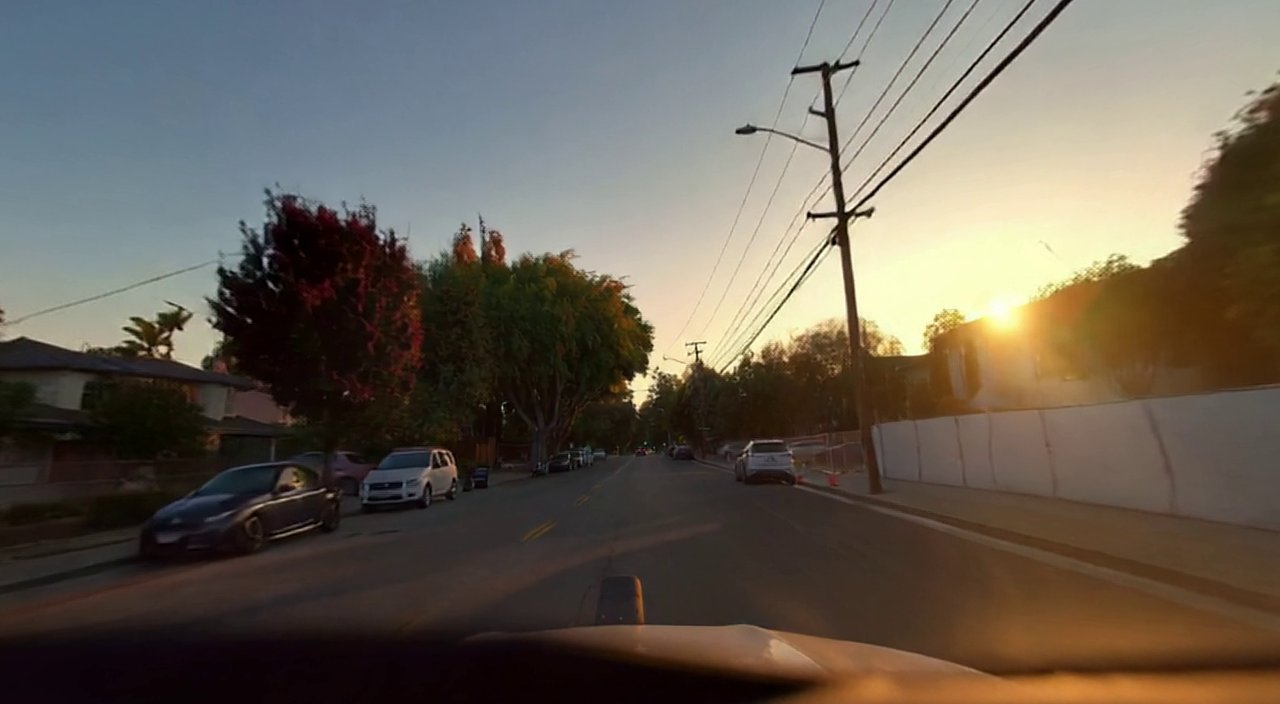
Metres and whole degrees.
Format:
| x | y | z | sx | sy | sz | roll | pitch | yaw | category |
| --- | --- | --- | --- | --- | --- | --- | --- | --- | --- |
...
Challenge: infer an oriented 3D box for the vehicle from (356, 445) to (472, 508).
| x | y | z | sx | sy | sz | roll | pitch | yaw | category |
| --- | --- | --- | --- | --- | --- | --- | --- | --- | --- |
| -7.400 | 4.112 | 21.315 | 2.055 | 1.806 | 4.540 | -2 | -9 | 3 | vehicle |

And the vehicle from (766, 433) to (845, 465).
| x | y | z | sx | sy | sz | roll | pitch | yaw | category |
| --- | --- | --- | --- | --- | --- | --- | --- | --- | --- |
| 10.551 | 6.232 | 40.522 | 4.399 | 1.884 | 2.071 | -1 | -10 | -1 | vehicle |

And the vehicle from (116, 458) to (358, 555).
| x | y | z | sx | sy | sz | roll | pitch | yaw | category |
| --- | --- | --- | --- | --- | --- | --- | --- | --- | --- |
| -7.697 | 2.936 | 12.770 | 2.041 | 1.480 | 4.474 | -3 | -9 | -1 | vehicle |

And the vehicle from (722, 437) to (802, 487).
| x | y | z | sx | sy | sz | roll | pitch | yaw | category |
| --- | --- | --- | --- | --- | --- | --- | --- | --- | --- |
| 4.182 | 3.859 | 22.384 | 1.902 | 1.542 | 4.099 | -2 | -9 | -1 | vehicle |
